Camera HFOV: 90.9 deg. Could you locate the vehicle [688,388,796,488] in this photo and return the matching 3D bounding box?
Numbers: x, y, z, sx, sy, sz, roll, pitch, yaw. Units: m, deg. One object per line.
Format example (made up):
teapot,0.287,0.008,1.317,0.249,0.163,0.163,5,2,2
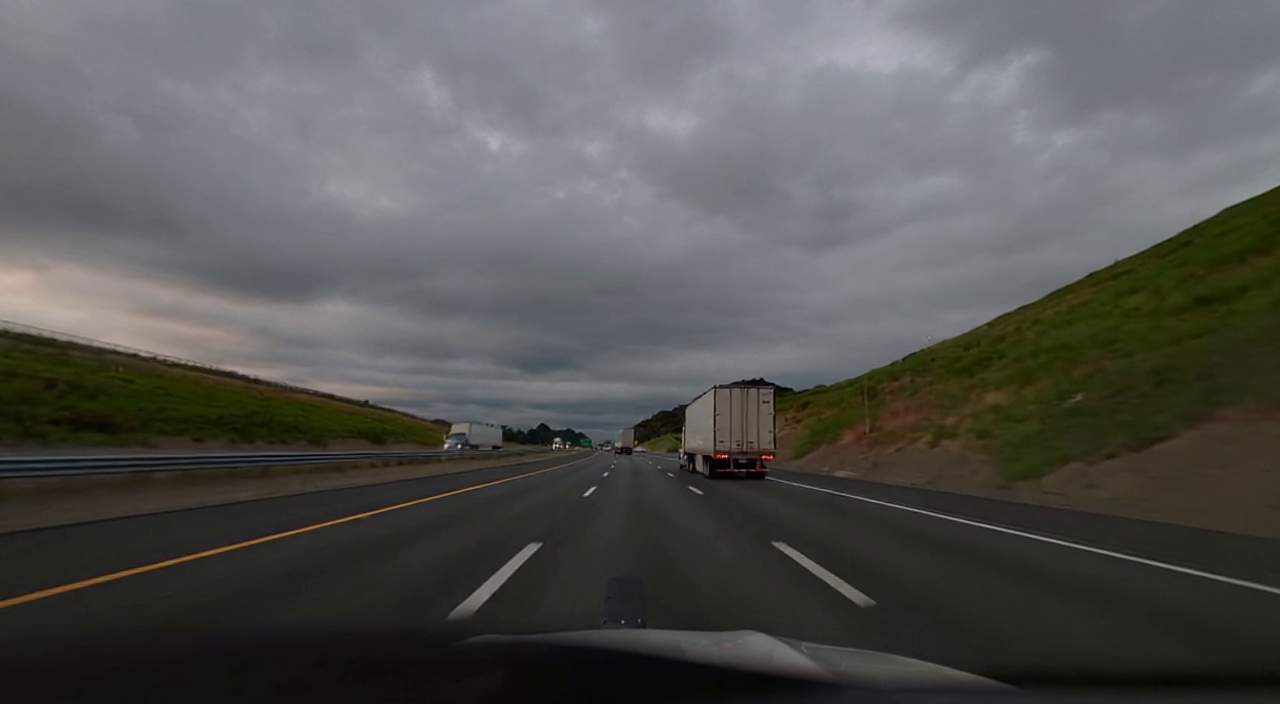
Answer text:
vehicle,4.125,4.008,28.653,2.876,3.586,11.726,0,-9,0
